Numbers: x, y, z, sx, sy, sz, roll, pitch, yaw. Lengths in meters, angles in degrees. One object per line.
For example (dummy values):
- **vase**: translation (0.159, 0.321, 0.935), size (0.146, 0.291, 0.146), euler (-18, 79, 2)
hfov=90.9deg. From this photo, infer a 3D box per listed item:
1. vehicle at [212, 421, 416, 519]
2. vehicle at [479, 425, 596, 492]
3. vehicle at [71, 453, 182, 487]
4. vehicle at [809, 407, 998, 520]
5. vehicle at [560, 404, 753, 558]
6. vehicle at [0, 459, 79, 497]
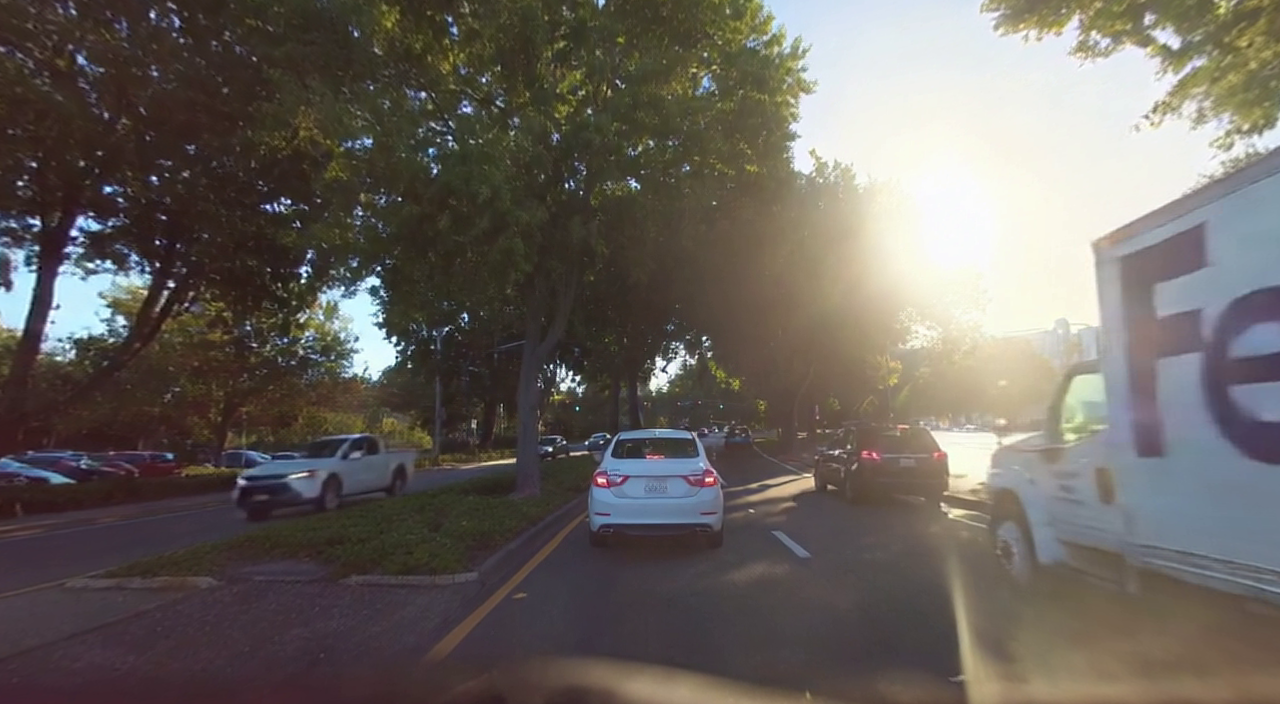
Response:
- **vehicle**: translation (-7.072, 2.596, 14.387), size (2.051, 1.843, 4.469), euler (-1, -8, 4)
- **vehicle**: translation (-2.949, 3.228, 19.480), size (2.057, 1.786, 4.725), euler (-2, -8, 11)
- **vehicle**: translation (-26.765, 6.149, 32.956), size (4.256, 1.633, 1.940), euler (-1, -8, 7)
- **vehicle**: translation (5.098, 2.223, 13.098), size (2.059, 1.864, 4.700), euler (1, -8, 2)
- **vehicle**: translation (0.212, 1.748, 9.204), size (2.154, 1.710, 4.128), euler (-1, -8, 1)
- **vehicle**: translation (-27.363, 5.575, 27.579), size (4.272, 1.438, 1.801), euler (-5, -9, 8)
